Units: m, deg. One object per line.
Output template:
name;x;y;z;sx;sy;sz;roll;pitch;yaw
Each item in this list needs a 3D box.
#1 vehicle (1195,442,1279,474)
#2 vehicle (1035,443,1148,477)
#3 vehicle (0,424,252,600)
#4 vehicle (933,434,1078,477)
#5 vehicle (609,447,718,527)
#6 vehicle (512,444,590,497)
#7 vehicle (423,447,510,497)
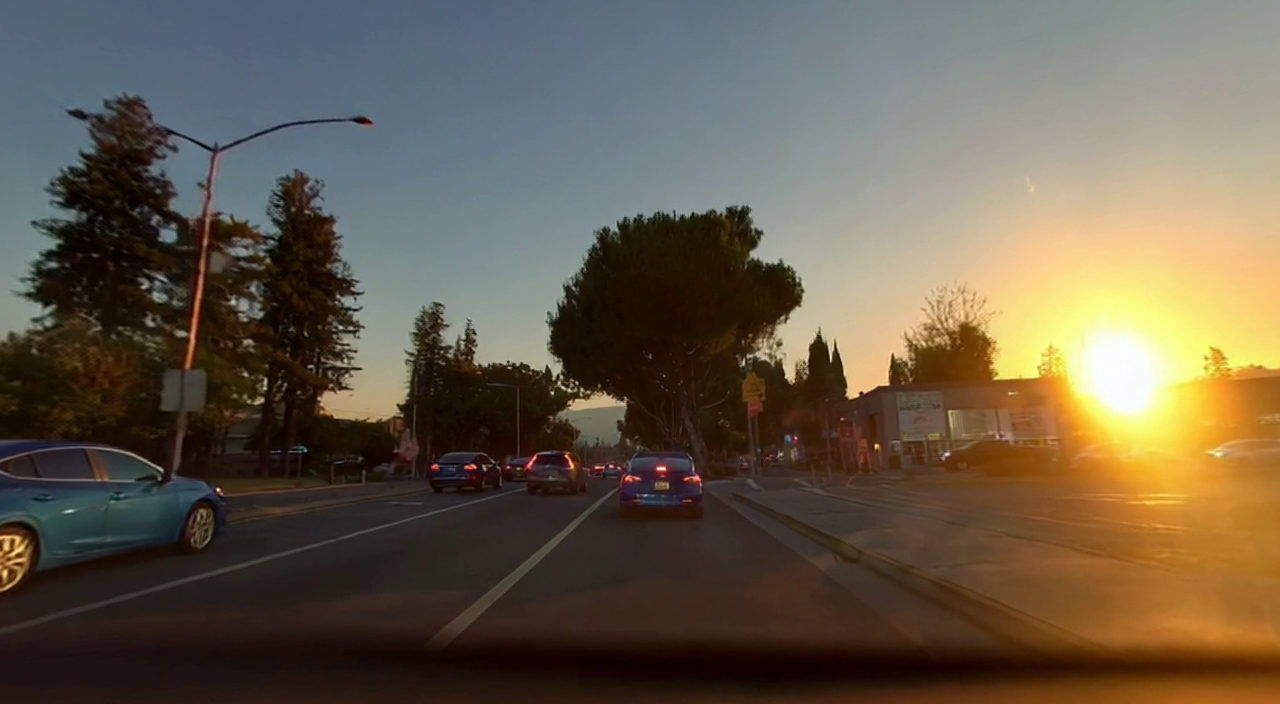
vehicle;30.468;5.215;31.128;1.757;1.496;4.200;8;-11;-42
vehicle;22.429;5.384;31.407;4.220;1.550;1.935;-9;-13;43
vehicle;-7.058;1.761;7.593;1.968;1.657;4.230;0;-9;1
vehicle;18.215;5.144;31.607;5.852;1.962;2.323;-8;-11;41
vehicle;0.491;2.903;14.155;2.091;1.494;3.962;0;-9;1
vehicle;-3.145;4.306;23.332;2.055;1.725;4.732;0;-9;2
vehicle;-6.731;4.655;24.993;2.032;1.767;4.549;0;-9;1
